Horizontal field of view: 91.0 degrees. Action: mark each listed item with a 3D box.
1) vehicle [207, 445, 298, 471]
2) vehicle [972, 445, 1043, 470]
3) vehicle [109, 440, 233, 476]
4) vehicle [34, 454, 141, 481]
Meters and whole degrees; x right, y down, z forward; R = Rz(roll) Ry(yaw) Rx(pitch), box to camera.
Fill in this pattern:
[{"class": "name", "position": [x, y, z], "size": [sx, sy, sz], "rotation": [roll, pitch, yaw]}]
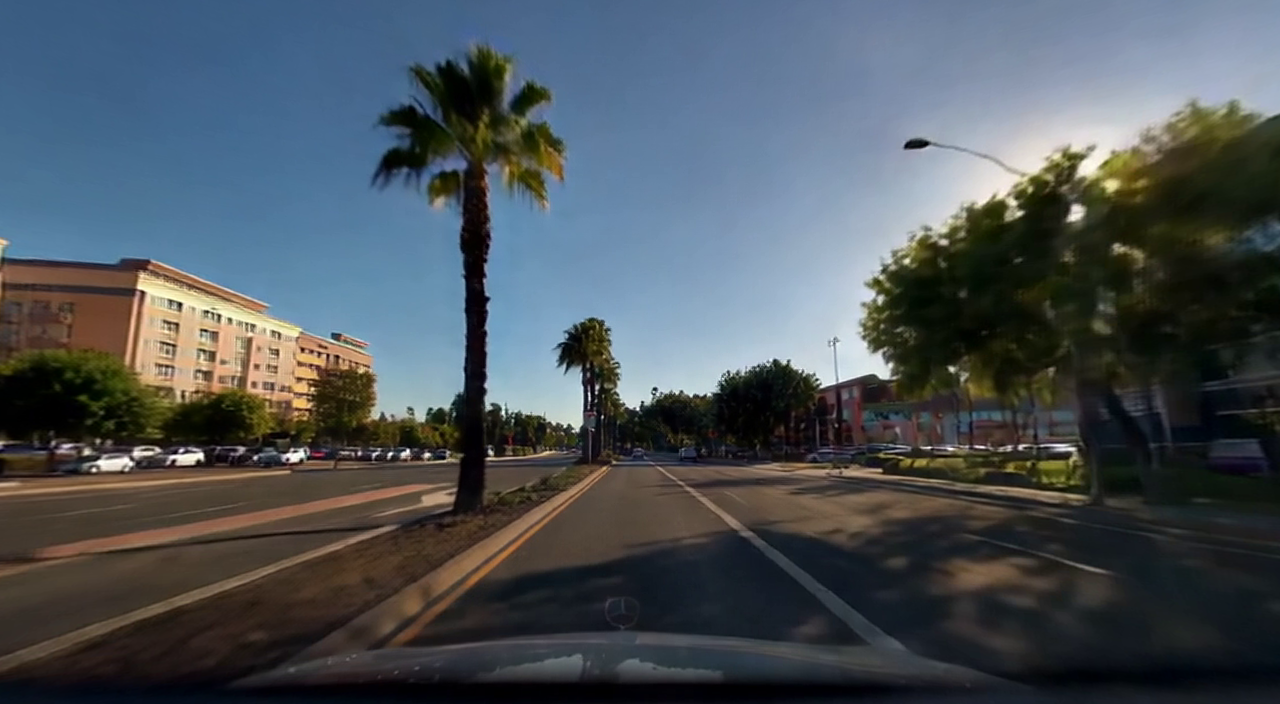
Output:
[{"class": "vehicle", "position": [-30.587, 8.390, 49.840], "size": [5.493, 1.979, 2.437], "rotation": [0, -9, -2]}, {"class": "vehicle", "position": [24.153, 6.920, 41.569], "size": [1.881, 1.509, 4.448], "rotation": [0, -9, -3]}, {"class": "vehicle", "position": [-32.029, 7.228, 43.126], "size": [6.216, 2.077, 2.806], "rotation": [2, -8, 2]}, {"class": "vehicle", "position": [-31.182, 6.507, 35.603], "size": [4.223, 1.444, 1.814], "rotation": [0, -9, -3]}]
